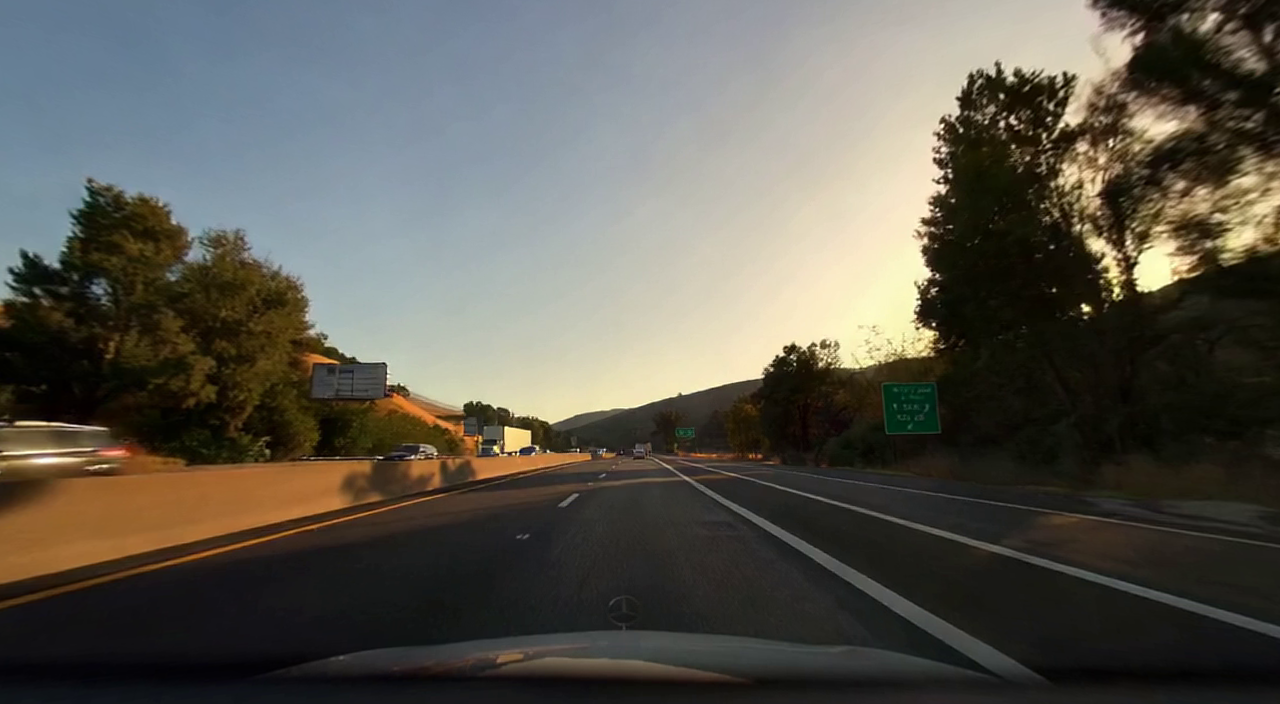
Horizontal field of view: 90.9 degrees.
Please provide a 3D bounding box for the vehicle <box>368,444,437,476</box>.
[{"bbox_3d":[-12.514,5.708,33.531,1.972,1.588,4.519,0,-9,0],"label":"vehicle"}]

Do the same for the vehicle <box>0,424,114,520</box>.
[{"bbox_3d":[-12.335,2.141,11.283,2.085,1.675,4.297,0,-9,0],"label":"vehicle"}]
